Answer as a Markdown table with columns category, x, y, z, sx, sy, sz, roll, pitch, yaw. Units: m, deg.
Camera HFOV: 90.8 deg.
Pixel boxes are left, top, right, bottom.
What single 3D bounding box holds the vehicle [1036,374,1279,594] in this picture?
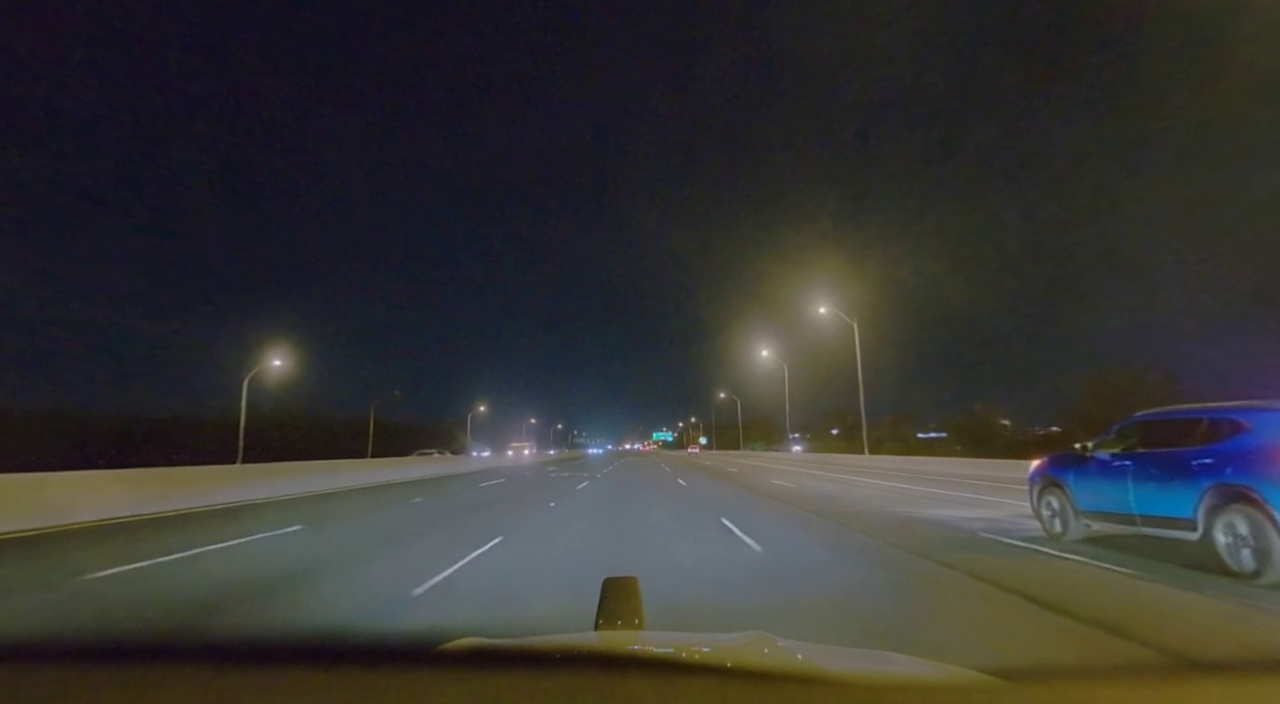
| category | x | y | z | sx | sy | sz | roll | pitch | yaw |
| --- | --- | --- | --- | --- | --- | --- | --- | --- | --- |
| vehicle | 6.711 | 1.301 | 6.501 | 2.222 | 1.899 | 4.595 | 0 | -9 | 0 |

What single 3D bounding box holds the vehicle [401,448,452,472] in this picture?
| category | x | y | z | sx | sy | sz | roll | pitch | yaw |
| --- | --- | --- | --- | --- | --- | --- | --- | --- | --- |
| vehicle | -14.130 | 7.134 | 42.016 | 1.880 | 1.467 | 4.331 | 0 | -9 | 1 |
